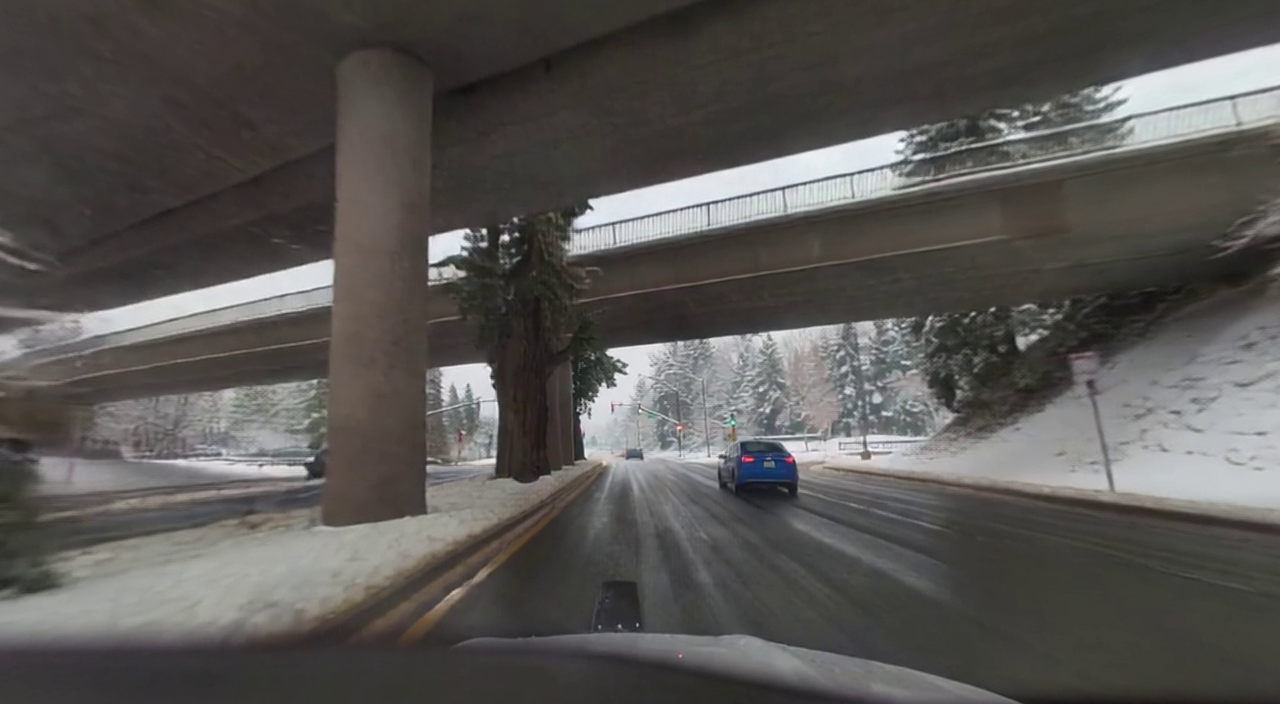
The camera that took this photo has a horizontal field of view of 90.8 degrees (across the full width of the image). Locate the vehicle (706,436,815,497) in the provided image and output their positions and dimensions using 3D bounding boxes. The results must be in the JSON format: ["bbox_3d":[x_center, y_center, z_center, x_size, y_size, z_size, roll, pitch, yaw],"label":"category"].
[{"bbox_3d":[3.212,3.142,17.782,2.062,1.484,4.332,0,-8,-2],"label":"vehicle"}]

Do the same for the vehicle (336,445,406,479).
[{"bbox_3d":[-14.445,5.904,34.179,1.844,1.650,4.333,-1,-8,0],"label":"vehicle"}]
